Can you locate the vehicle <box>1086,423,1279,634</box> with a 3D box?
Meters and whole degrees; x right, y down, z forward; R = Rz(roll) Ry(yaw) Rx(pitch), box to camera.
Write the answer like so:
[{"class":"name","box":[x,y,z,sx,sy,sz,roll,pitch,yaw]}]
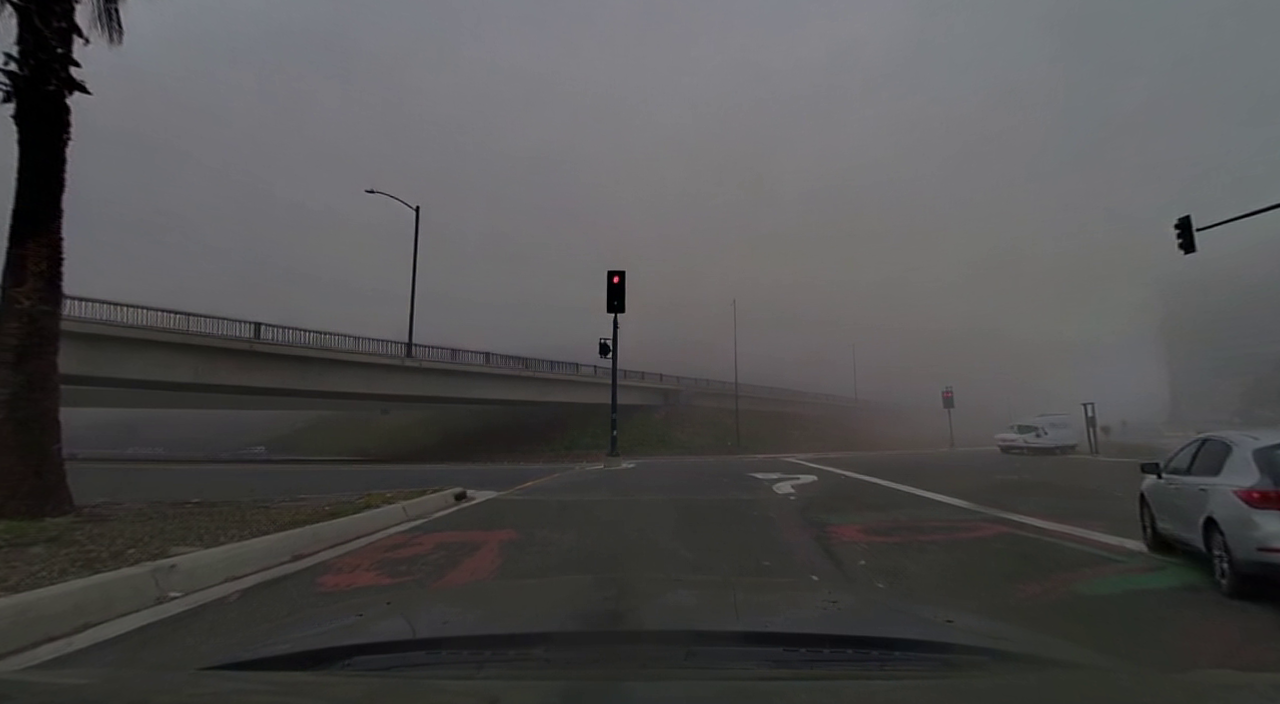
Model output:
[{"class":"vehicle","box":[6.158,1.519,6.352,1.959,1.485,4.628,-4,-9,26]}]
